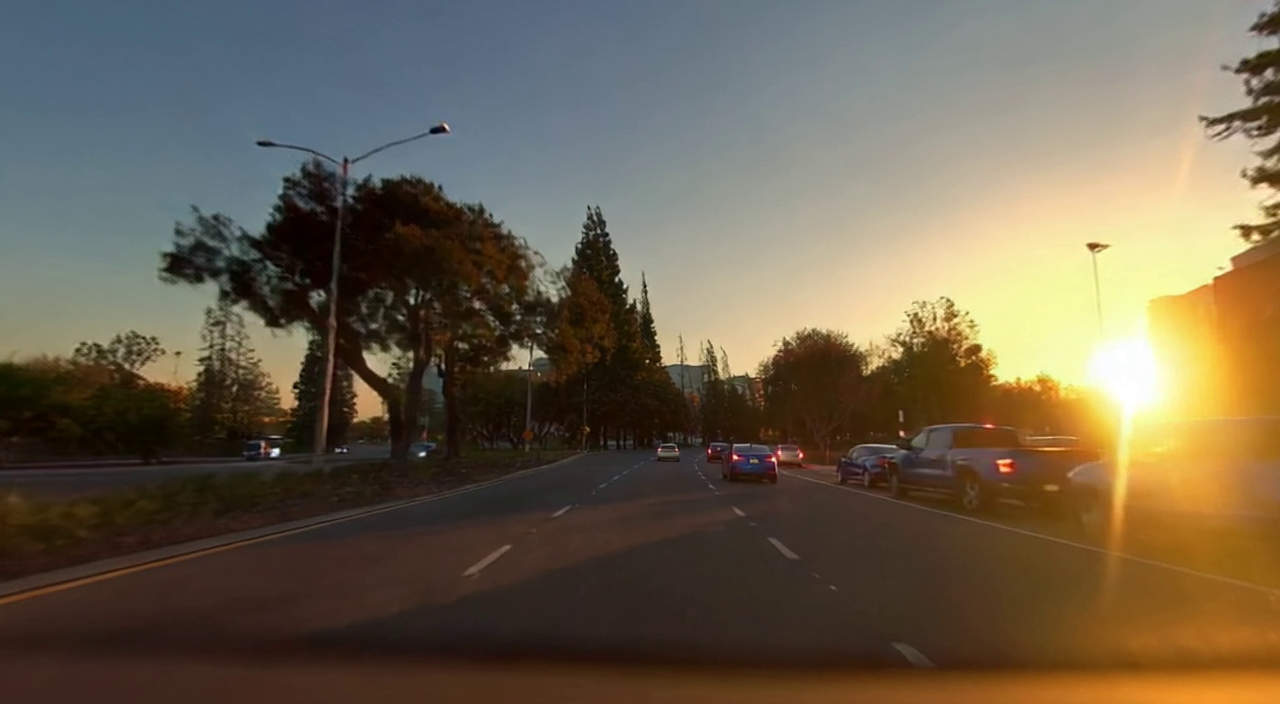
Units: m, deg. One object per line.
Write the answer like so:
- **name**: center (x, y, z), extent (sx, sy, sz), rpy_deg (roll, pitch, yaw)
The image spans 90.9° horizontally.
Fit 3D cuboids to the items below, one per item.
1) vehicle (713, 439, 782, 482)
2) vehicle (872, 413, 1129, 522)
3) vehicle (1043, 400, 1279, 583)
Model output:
- **vehicle**: center (4.128, 4.239, 24.900), extent (1.981, 1.499, 4.536), rpy_deg (0, -8, 1)
- **vehicle**: center (7.905, 2.636, 15.033), extent (2.410, 1.997, 6.477), rpy_deg (0, -8, 1)
- **vehicle**: center (7.415, 1.565, 7.518), extent (2.104, 1.801, 4.628), rpy_deg (0, -8, 0)
